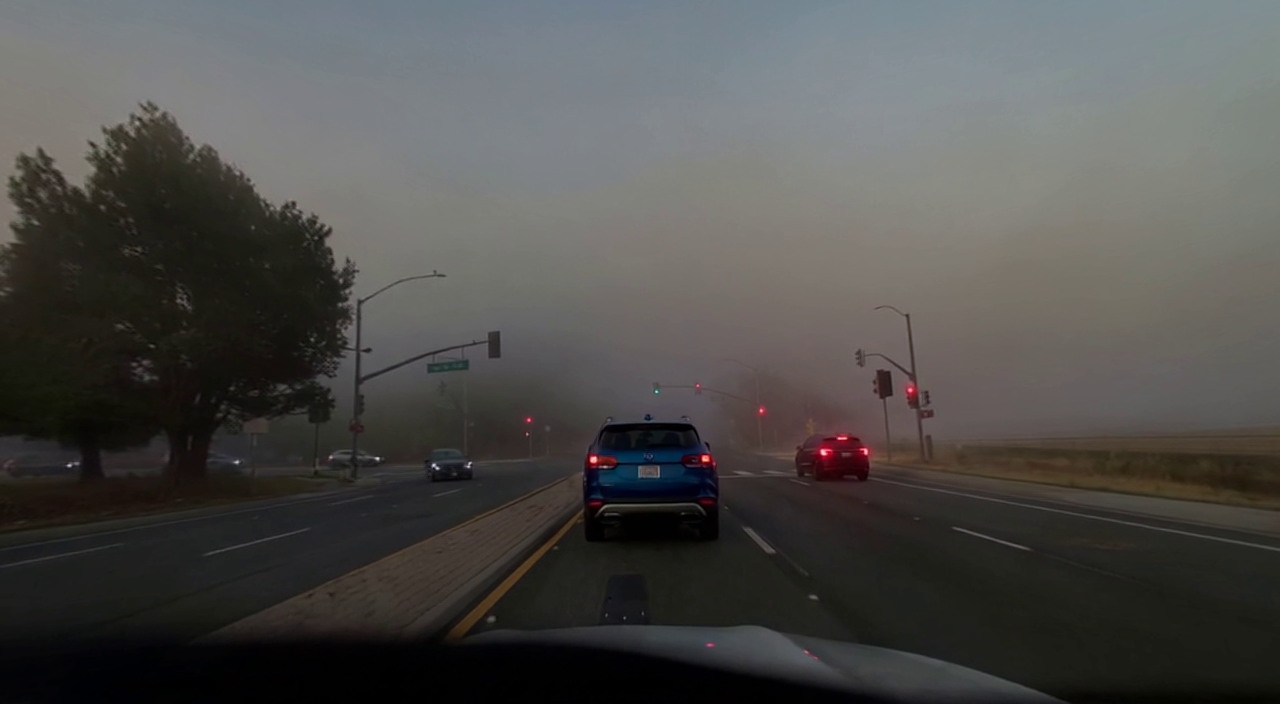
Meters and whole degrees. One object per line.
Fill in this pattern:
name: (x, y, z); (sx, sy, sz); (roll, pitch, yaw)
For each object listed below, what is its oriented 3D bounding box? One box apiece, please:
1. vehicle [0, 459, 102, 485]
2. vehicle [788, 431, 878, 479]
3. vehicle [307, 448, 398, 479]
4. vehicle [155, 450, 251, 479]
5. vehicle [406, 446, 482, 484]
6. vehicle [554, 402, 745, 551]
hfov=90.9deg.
vehicle: (-36.456, 7.354, 38.885); (4.559, 1.458, 2.265); (-1, -8, 2)
vehicle: (7.198, 3.892, 24.067); (2.012, 1.636, 4.352); (0, -8, 0)
vehicle: (-16.498, 6.371, 36.233); (4.510, 1.606, 2.192); (-4, -9, 22)
vehicle: (-27.386, 7.048, 39.586); (4.608, 1.680, 2.026); (-1, -8, 4)
vehicle: (-8.708, 4.899, 27.769); (2.425, 1.480, 4.707); (4, -9, -26)
vehicle: (0.109, 1.807, 9.756); (2.298, 1.770, 4.138); (0, -8, 0)
